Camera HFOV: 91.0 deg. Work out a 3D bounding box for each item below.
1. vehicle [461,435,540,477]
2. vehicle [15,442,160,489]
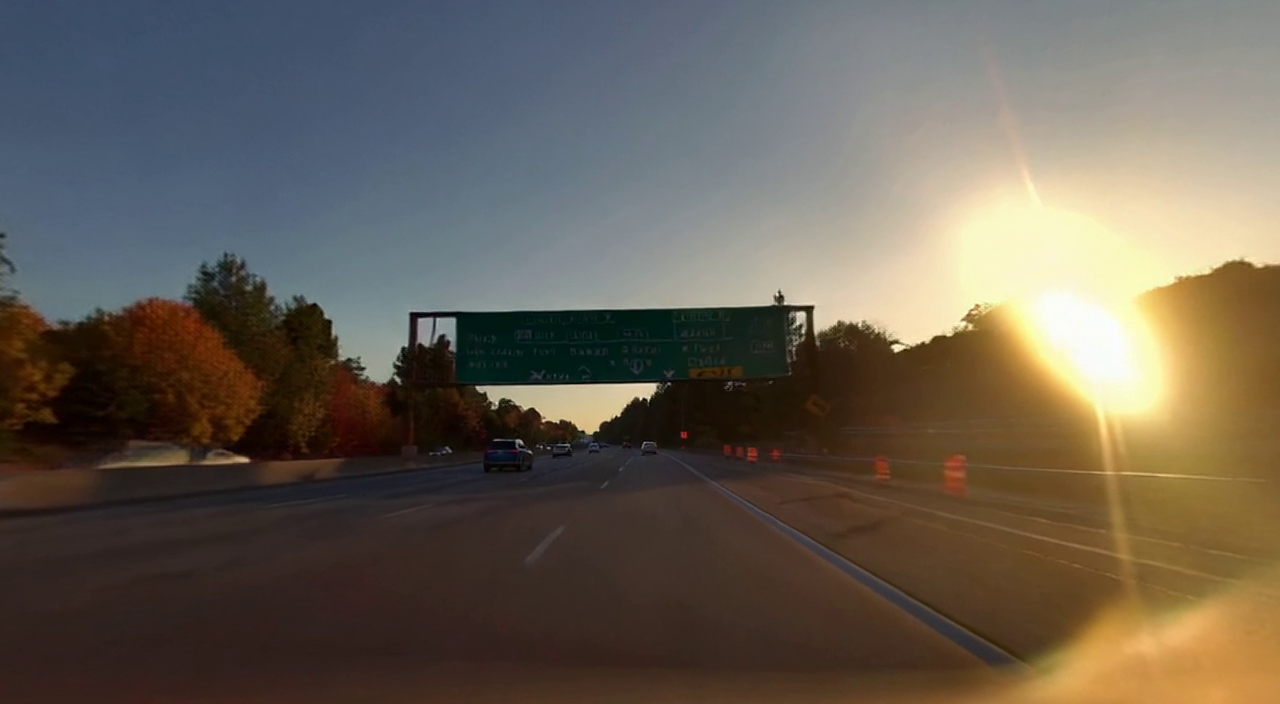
[{"bbox_3d":[-6.185,4.673,28.537,2.402,1.733,4.512,0,-8,2],"label":"vehicle"},{"bbox_3d":[-18.480,3.780,21.297,1.582,1.440,3.554,0,-9,1],"label":"vehicle"}]
